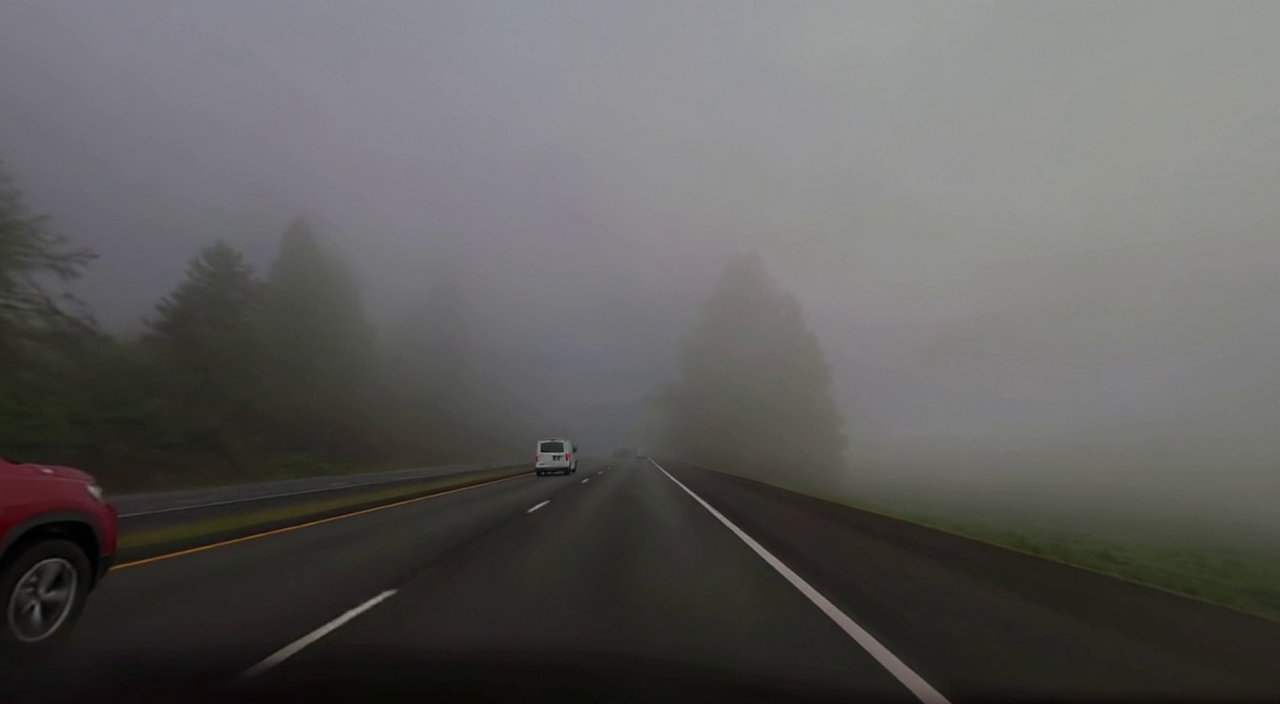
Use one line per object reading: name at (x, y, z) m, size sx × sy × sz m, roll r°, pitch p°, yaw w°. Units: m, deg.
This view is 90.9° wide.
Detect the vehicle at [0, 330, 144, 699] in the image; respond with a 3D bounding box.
vehicle at (-4.462, 0.637, 1.867) m, size 2.102 × 1.941 × 4.703 m, roll 0°, pitch -9°, yaw 0°

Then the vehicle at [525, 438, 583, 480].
vehicle at (-3.980, 5.058, 29.902) m, size 2.056 × 1.811 × 4.202 m, roll 0°, pitch -9°, yaw 1°
